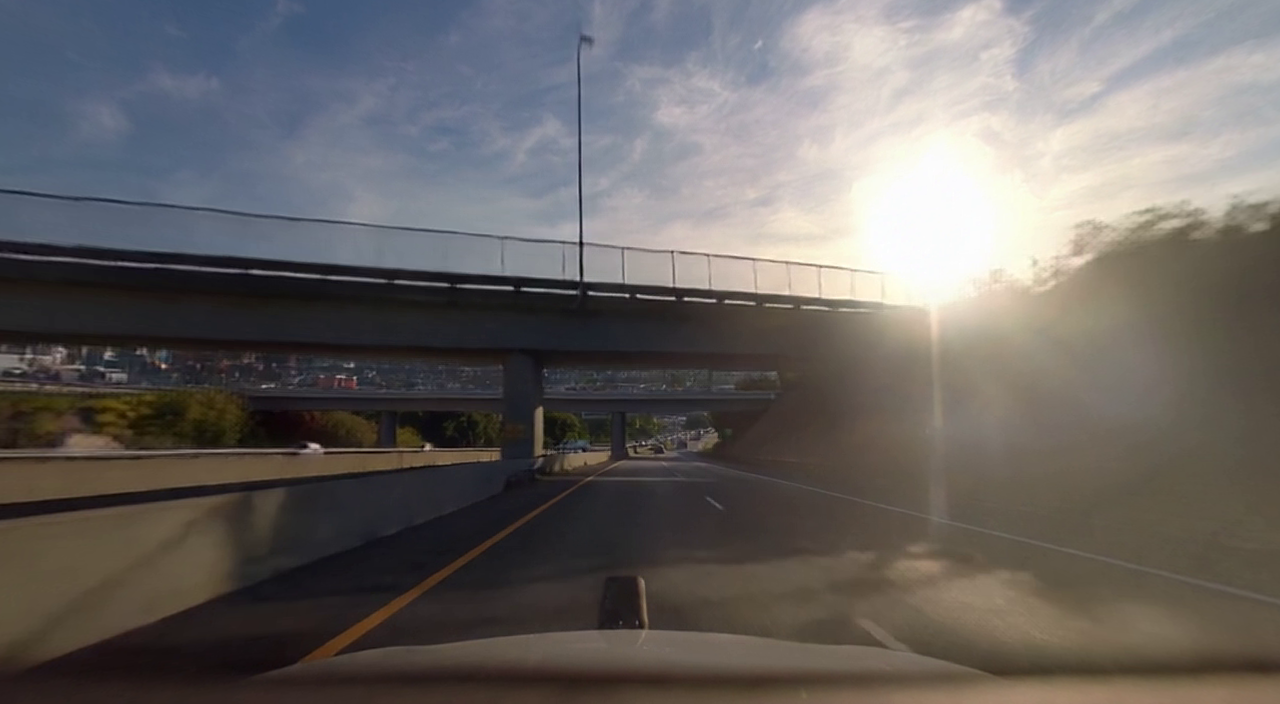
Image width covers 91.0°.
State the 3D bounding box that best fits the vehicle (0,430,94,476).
[{"bbox_3d":[-25.676,4.136,25.809,2.117,1.751,4.999,0,-9,-2],"label":"vehicle"}]
